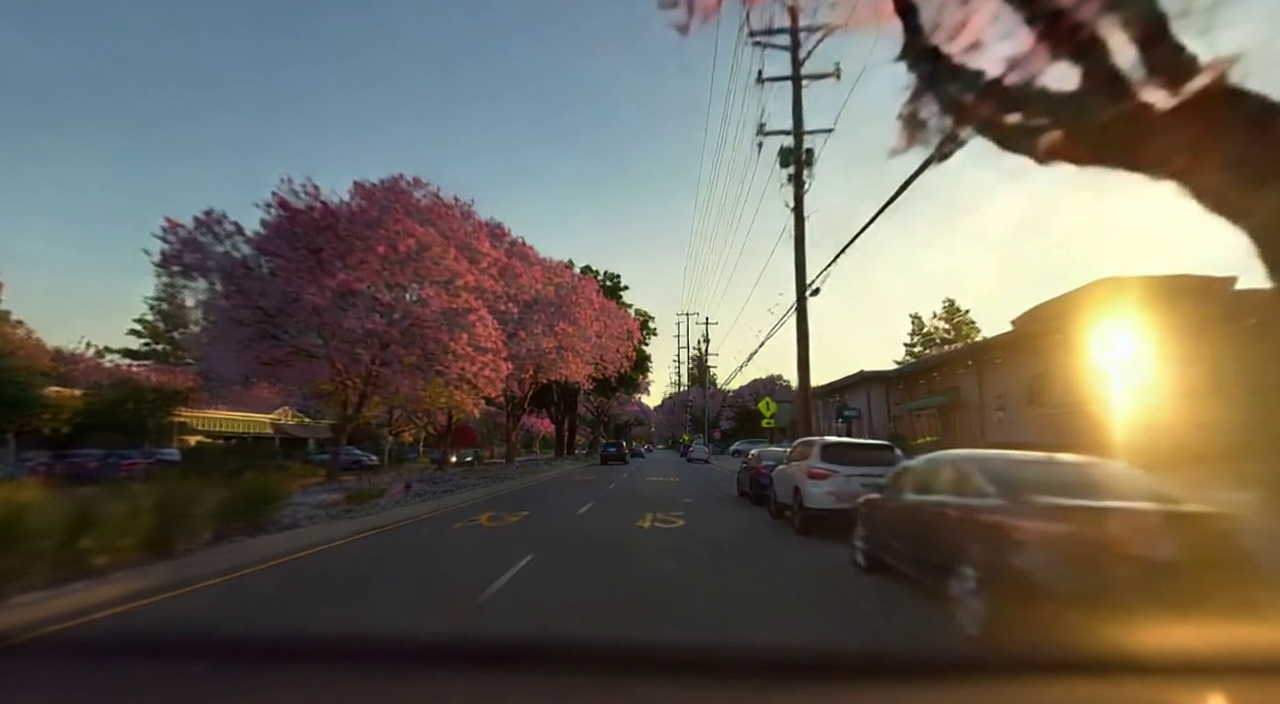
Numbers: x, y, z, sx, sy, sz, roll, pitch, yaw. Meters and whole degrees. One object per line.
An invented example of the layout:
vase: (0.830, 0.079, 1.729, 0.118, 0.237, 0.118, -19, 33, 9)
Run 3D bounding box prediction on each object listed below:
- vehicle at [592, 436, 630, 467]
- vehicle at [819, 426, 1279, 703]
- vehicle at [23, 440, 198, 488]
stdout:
vehicle: (-1.891, 6.732, 42.758, 2.202, 1.961, 4.980, 0, -9, 1)
vehicle: (3.273, 1.485, 5.702, 1.851, 1.486, 4.879, -2, -8, 0)
vehicle: (-22.610, 4.784, 27.244, 5.252, 1.925, 2.061, 3, -9, -20)
